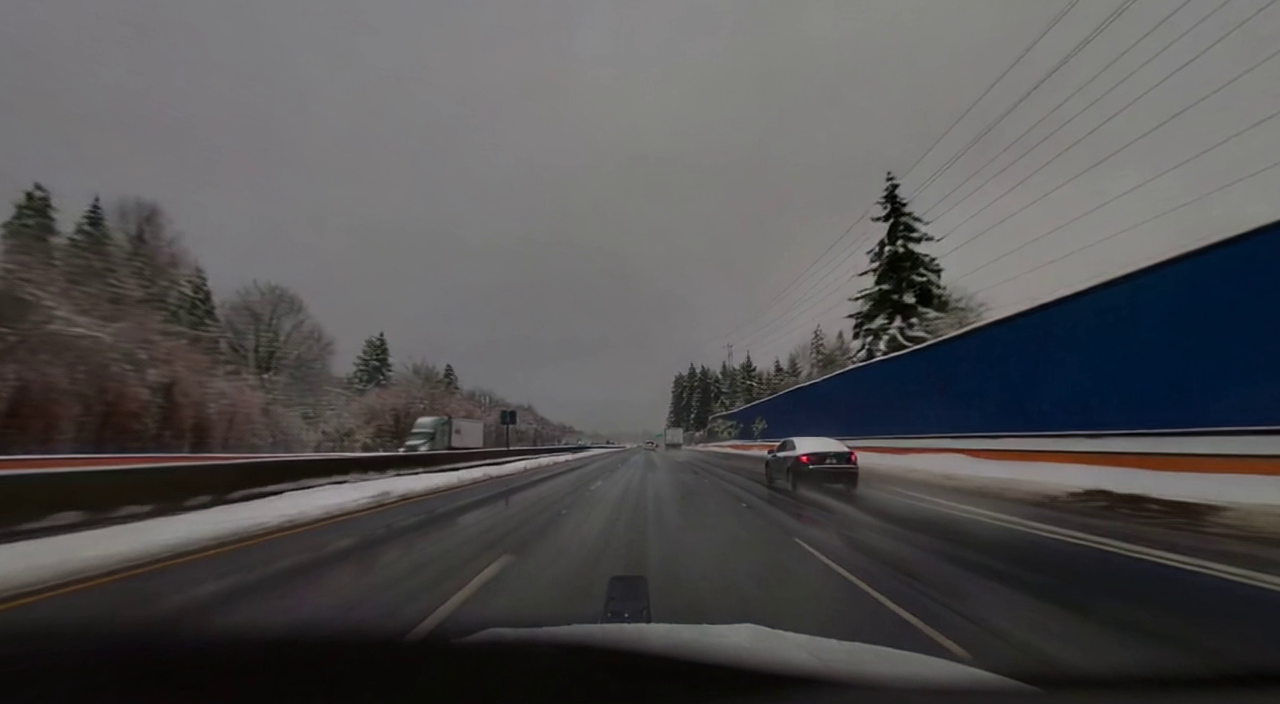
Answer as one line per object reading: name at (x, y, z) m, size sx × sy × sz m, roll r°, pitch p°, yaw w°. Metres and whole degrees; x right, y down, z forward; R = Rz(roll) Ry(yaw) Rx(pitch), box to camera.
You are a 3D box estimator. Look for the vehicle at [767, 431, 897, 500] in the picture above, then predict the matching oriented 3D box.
vehicle at (4.651, 2.792, 15.913) m, size 1.991 × 1.494 × 3.951 m, roll 0°, pitch -8°, yaw 0°
